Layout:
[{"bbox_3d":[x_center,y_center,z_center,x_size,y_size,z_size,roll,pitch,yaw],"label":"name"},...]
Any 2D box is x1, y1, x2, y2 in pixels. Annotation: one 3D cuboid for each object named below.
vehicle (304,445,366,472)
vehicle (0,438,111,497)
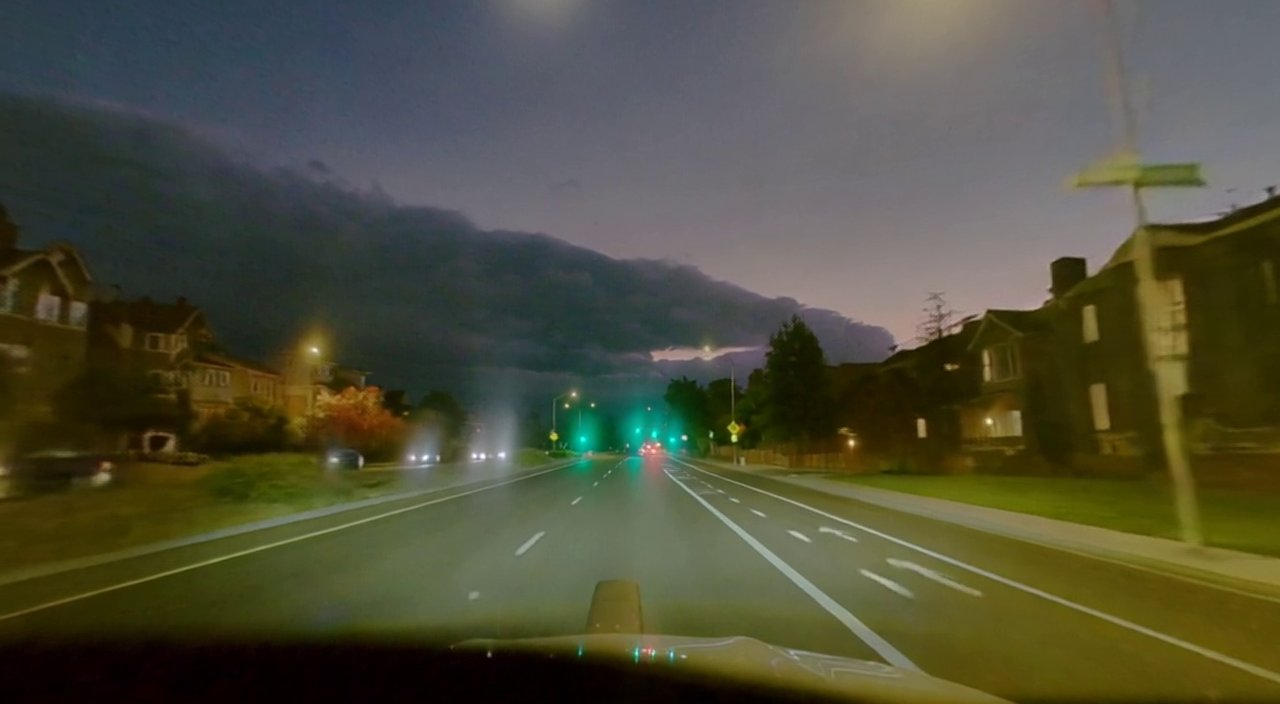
[{"bbox_3d":[-20.341,7.112,42.348,1.887,1.664,4.491,0,-9,0],"label":"vehicle"},{"bbox_3d":[-19.856,3.613,19.998,2.166,1.720,4.629,0,-9,0],"label":"vehicle"}]
